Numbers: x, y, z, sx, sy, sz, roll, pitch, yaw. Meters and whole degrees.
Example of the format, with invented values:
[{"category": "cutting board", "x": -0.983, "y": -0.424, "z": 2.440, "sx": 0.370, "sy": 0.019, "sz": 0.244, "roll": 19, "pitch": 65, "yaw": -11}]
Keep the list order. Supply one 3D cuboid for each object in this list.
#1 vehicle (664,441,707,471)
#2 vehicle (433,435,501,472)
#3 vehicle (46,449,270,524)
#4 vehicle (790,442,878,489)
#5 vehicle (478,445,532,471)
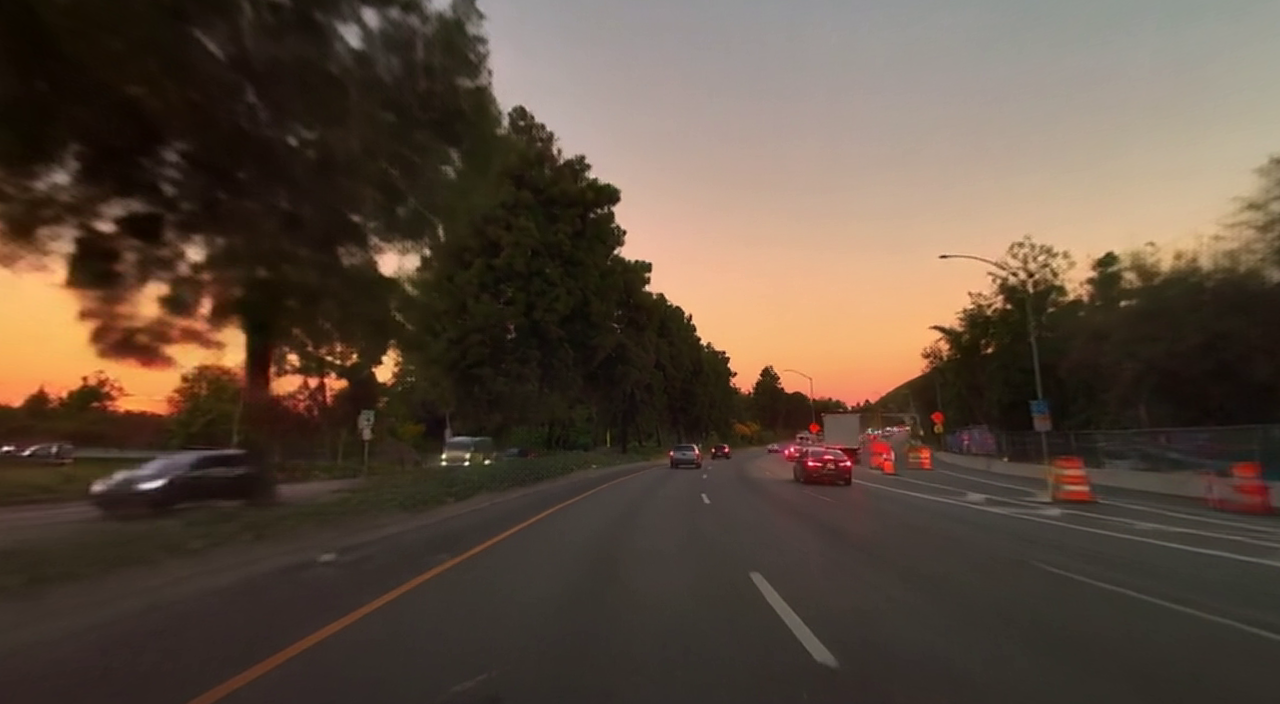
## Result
[{"category": "vehicle", "x": 2.811, "y": 6.223, "z": 38.051, "sx": 2.201, "sy": 1.676, "sz": 4.541, "roll": -1, "pitch": -9, "yaw": 9}, {"category": "vehicle", "x": -12.352, "y": 7.305, "z": 45.576, "sx": 2.569, "sy": 2.444, "sz": 5.774, "roll": -1, "pitch": -9, "yaw": 8}, {"category": "vehicle", "x": -11.705, "y": 3.269, "z": 15.868, "sx": 2.051, "sy": 1.569, "sz": 4.425, "roll": -1, "pitch": -9, "yaw": 1}, {"category": "vehicle", "x": 6.668, "y": 3.923, "z": 22.196, "sx": 2.044, "sy": 1.474, "sz": 4.083, "roll": -1, "pitch": -8, "yaw": 4}, {"category": "vehicle", "x": -8.815, "y": 6.930, "z": 41.664, "sx": 1.903, "sy": 1.593, "sz": 4.593, "roll": -1, "pitch": -9, "yaw": 10}]
